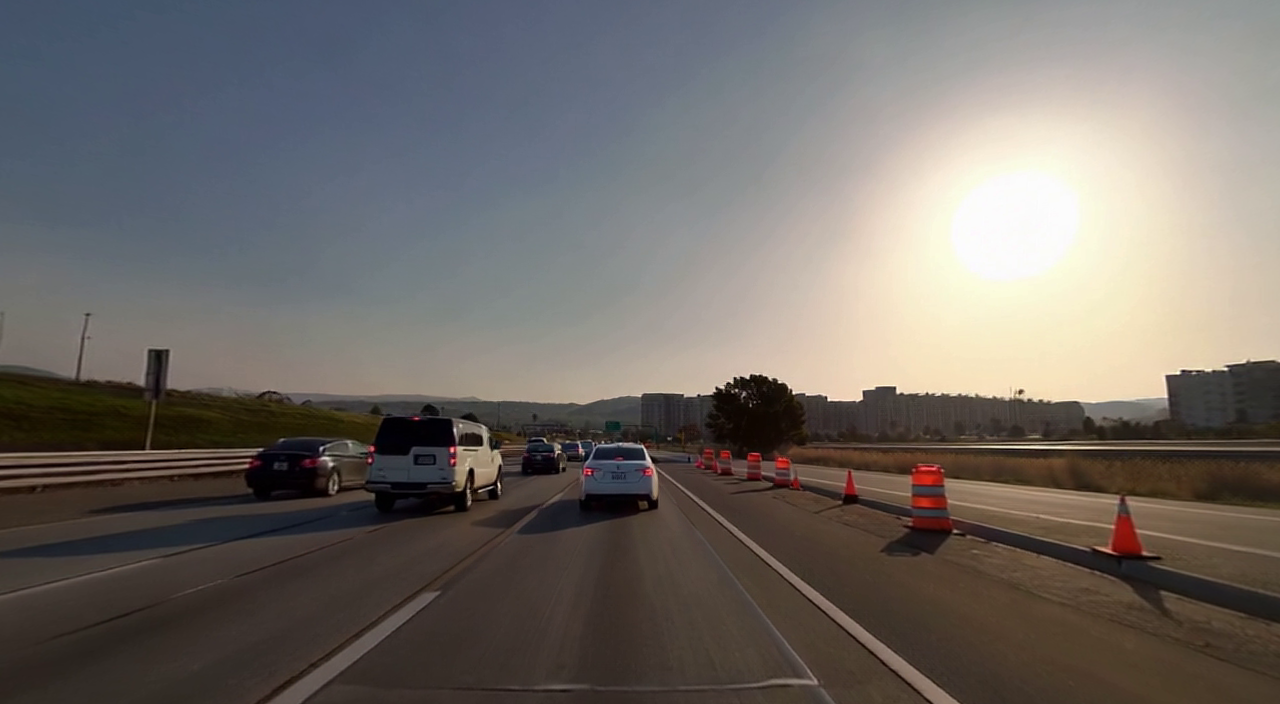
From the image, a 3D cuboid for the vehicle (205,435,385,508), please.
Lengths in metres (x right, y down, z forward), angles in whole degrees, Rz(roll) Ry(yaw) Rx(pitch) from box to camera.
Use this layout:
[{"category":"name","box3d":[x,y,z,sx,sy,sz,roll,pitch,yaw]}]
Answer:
[{"category":"vehicle","box3d":[-8.035,2.801,15.286,1.930,1.506,4.279,0,-8,0]}]

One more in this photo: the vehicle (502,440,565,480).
[{"category":"vehicle","box3d":[-4.180,4.320,25.452,1.824,1.459,4.007,0,-9,0]}]

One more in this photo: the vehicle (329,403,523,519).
[{"category":"vehicle","box3d":[-4.274,2.344,13.995,2.324,2.012,5.740,0,-9,-1]}]

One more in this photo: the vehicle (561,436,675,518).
[{"category":"vehicle","box3d":[-0.432,2.577,13.552,2.069,1.484,3.918,0,-9,-1]}]
